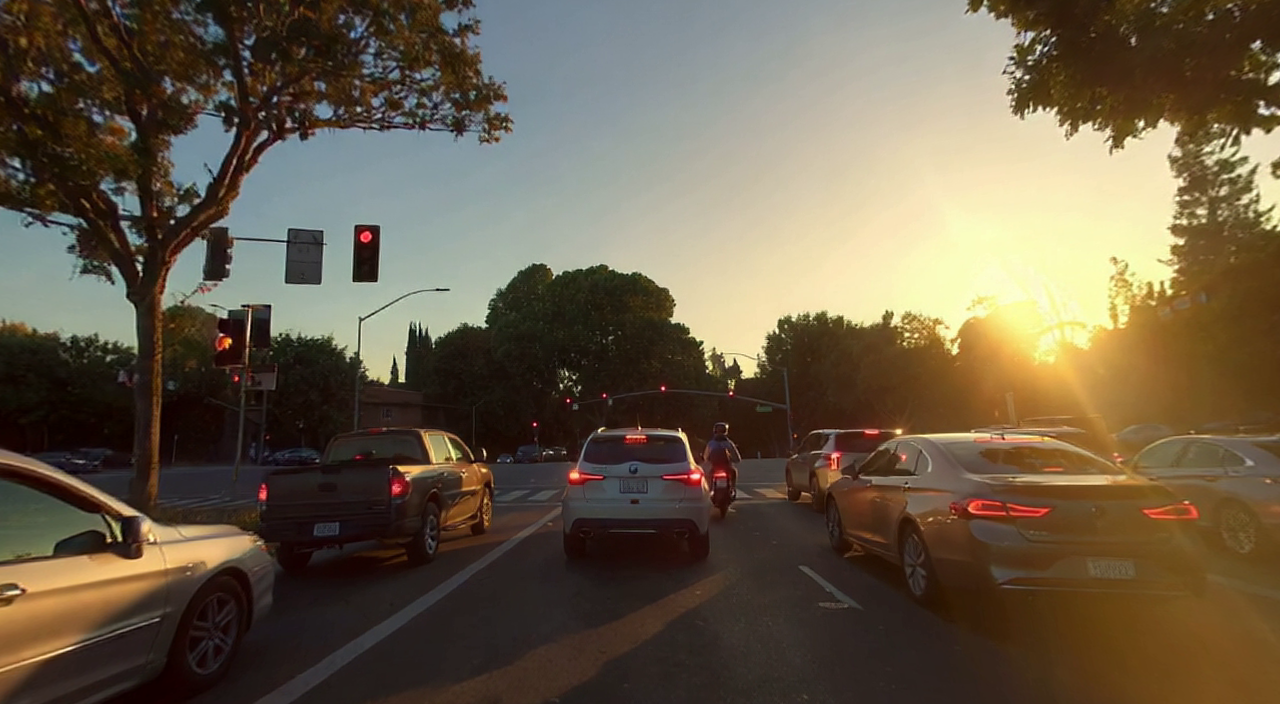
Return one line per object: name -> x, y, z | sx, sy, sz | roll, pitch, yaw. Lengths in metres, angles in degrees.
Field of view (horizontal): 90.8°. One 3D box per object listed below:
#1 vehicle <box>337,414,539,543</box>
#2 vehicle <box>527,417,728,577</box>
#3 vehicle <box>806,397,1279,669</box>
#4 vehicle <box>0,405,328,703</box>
vehicle -> -3.211, 2.119, 11.184 | 2.048, 1.805, 4.405 | 0, -8, 1
vehicle -> -0.096, 1.802, 8.561 | 2.106, 1.655, 3.717 | 0, -8, 1
vehicle -> 3.228, 1.443, 6.192 | 2.006, 1.659, 4.462 | 0, -8, 1
vehicle -> -3.343, 0.953, 2.373 | 1.863, 1.495, 4.667 | 0, -8, 1
